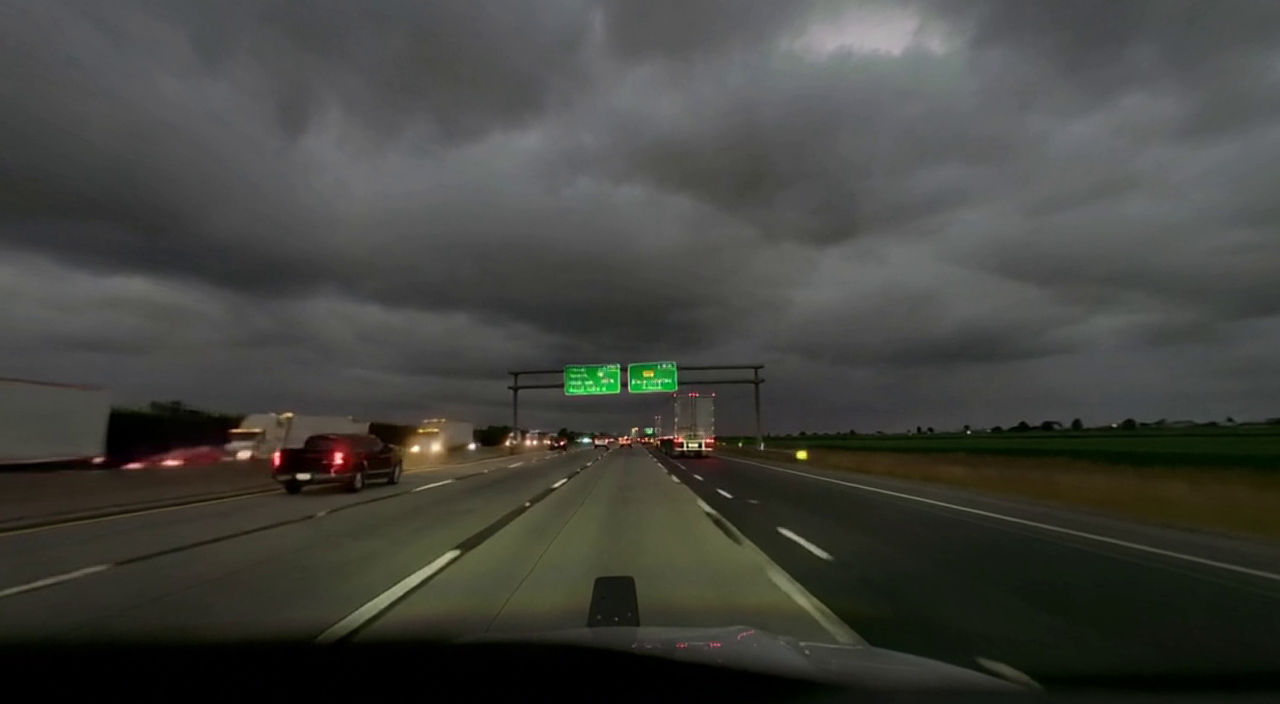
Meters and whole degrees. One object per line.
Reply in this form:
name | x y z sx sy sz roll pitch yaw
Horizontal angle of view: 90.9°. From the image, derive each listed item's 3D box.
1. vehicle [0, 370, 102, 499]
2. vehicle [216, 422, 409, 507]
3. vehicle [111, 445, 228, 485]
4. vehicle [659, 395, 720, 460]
vehicle | -22.814 2.172 16.640 2.966 4.248 16.476 0 -8 -1
vehicle | -7.295 2.521 14.737 2.076 1.636 4.597 0 -8 0
vehicle | -19.041 4.565 25.734 1.711 1.434 3.997 0 -8 -1
vehicle | 2.980 5.102 42.086 2.760 3.710 12.230 0 -7 -2
